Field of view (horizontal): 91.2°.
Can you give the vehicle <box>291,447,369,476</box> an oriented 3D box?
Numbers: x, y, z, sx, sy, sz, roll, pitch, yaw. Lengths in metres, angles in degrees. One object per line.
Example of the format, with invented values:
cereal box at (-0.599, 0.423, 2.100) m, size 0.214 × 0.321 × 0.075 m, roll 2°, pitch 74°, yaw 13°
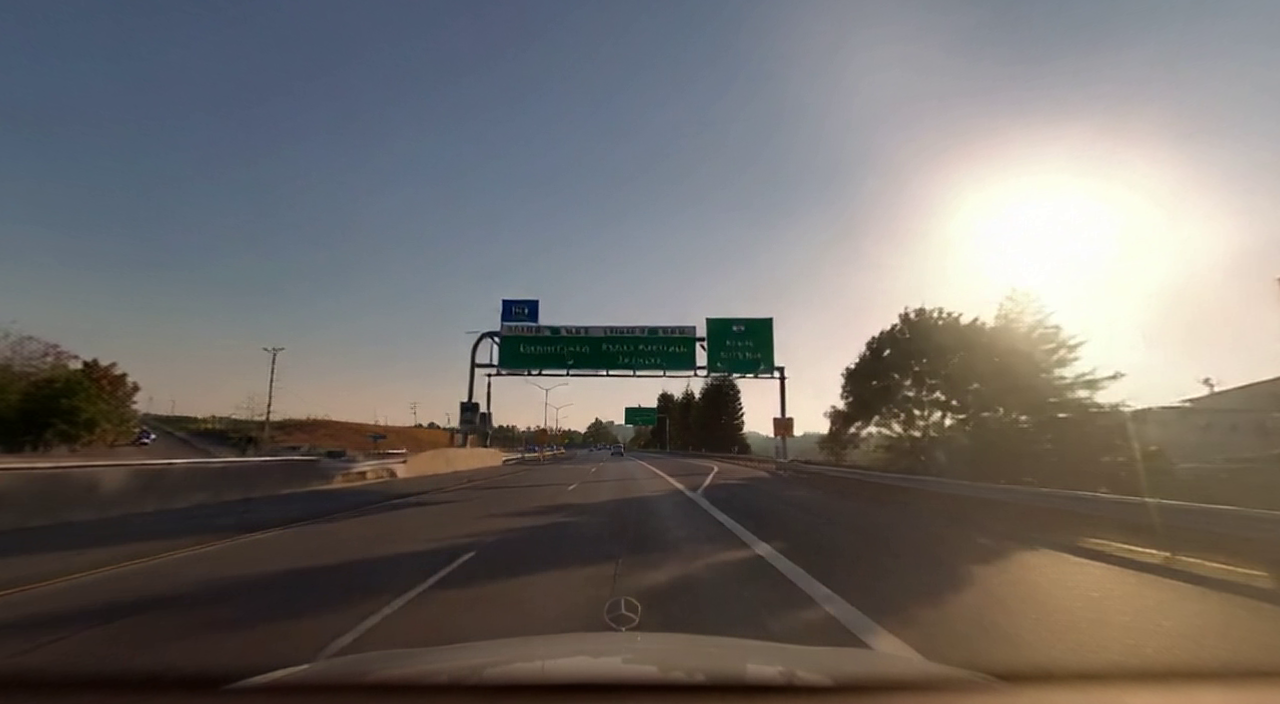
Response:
vehicle at (-16.975, 5.998, 34.586) m, size 1.878 × 1.490 × 4.785 m, roll 0°, pitch -9°, yaw -1°
